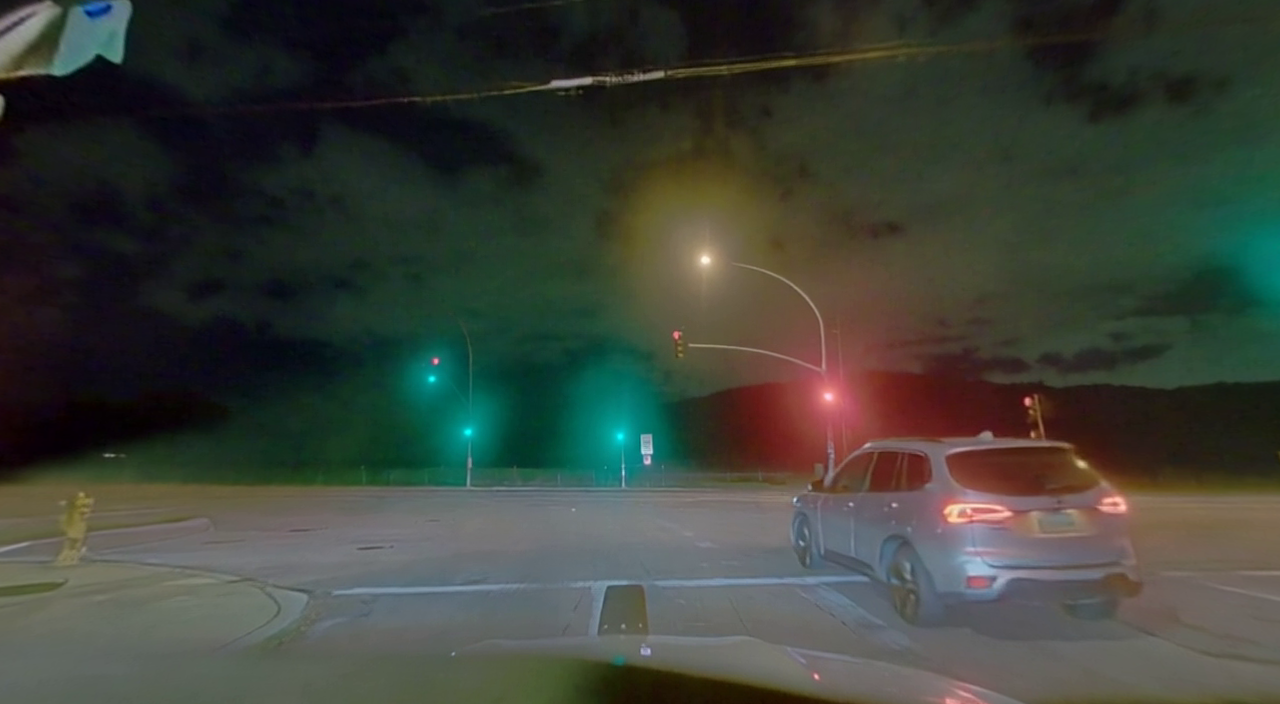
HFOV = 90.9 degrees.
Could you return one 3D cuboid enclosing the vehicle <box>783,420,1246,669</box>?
[{"bbox_3d":[3.058,1.614,6.467,1.938,1.648,4.211,0,-8,-4],"label":"vehicle"}]
